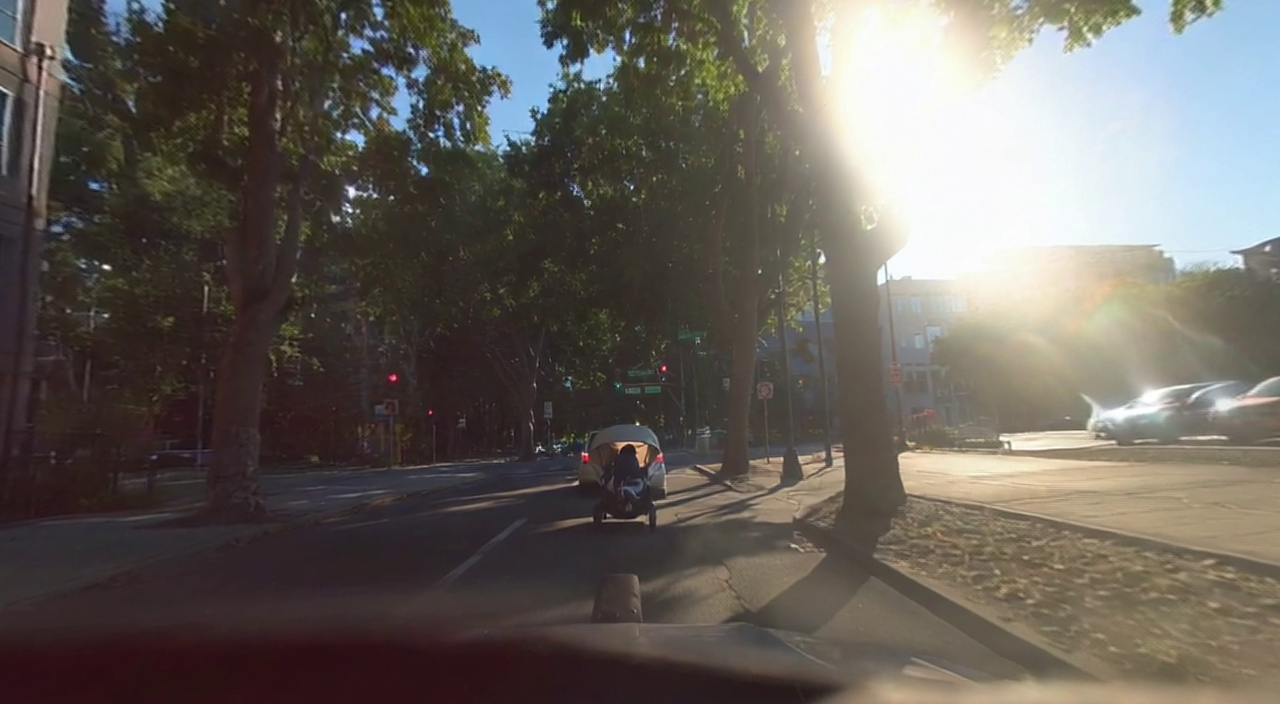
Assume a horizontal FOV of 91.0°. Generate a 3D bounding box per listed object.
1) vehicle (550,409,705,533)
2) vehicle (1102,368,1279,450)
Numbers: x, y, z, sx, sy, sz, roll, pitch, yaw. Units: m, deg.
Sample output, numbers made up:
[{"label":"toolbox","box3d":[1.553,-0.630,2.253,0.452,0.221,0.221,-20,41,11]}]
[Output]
[{"label":"vehicle","box3d":[-0.149,1.923,10.694,2.142,1.686,3.816,-1,-8,1]},{"label":"vehicle","box3d":[14.458,1.473,15.718,4.104,1.886,1.939,-2,-8,9]}]
